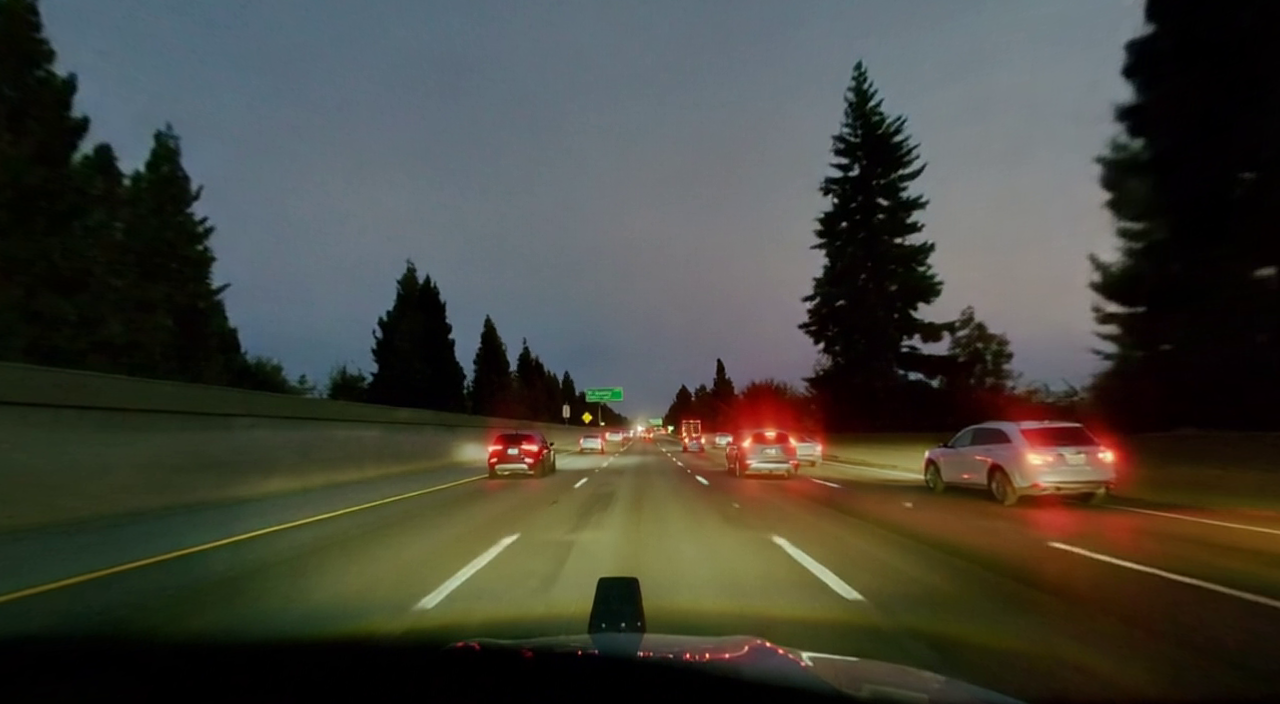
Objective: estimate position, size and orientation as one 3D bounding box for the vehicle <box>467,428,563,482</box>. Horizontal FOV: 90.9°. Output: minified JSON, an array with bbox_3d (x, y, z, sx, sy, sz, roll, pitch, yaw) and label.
[{"bbox_3d":[-3.646,3.082,19.171,1.978,1.473,4.073,0,-8,1],"label":"vehicle"}]

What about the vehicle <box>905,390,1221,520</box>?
[{"bbox_3d":[7.618,1.958,12.458,2.291,1.968,5.662,0,-8,0],"label":"vehicle"}]

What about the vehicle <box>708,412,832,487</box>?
[{"bbox_3d":[3.690,2.949,19.293,2.517,1.935,5.552,0,-8,-1],"label":"vehicle"}]

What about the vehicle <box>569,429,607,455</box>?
[{"bbox_3d":[-3.361,5.877,41.240,2.020,1.628,4.248,0,-8,1],"label":"vehicle"}]

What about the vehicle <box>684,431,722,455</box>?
[{"bbox_3d":[4.036,5.921,40.926,1.953,1.480,4.053,0,-8,-1],"label":"vehicle"}]
